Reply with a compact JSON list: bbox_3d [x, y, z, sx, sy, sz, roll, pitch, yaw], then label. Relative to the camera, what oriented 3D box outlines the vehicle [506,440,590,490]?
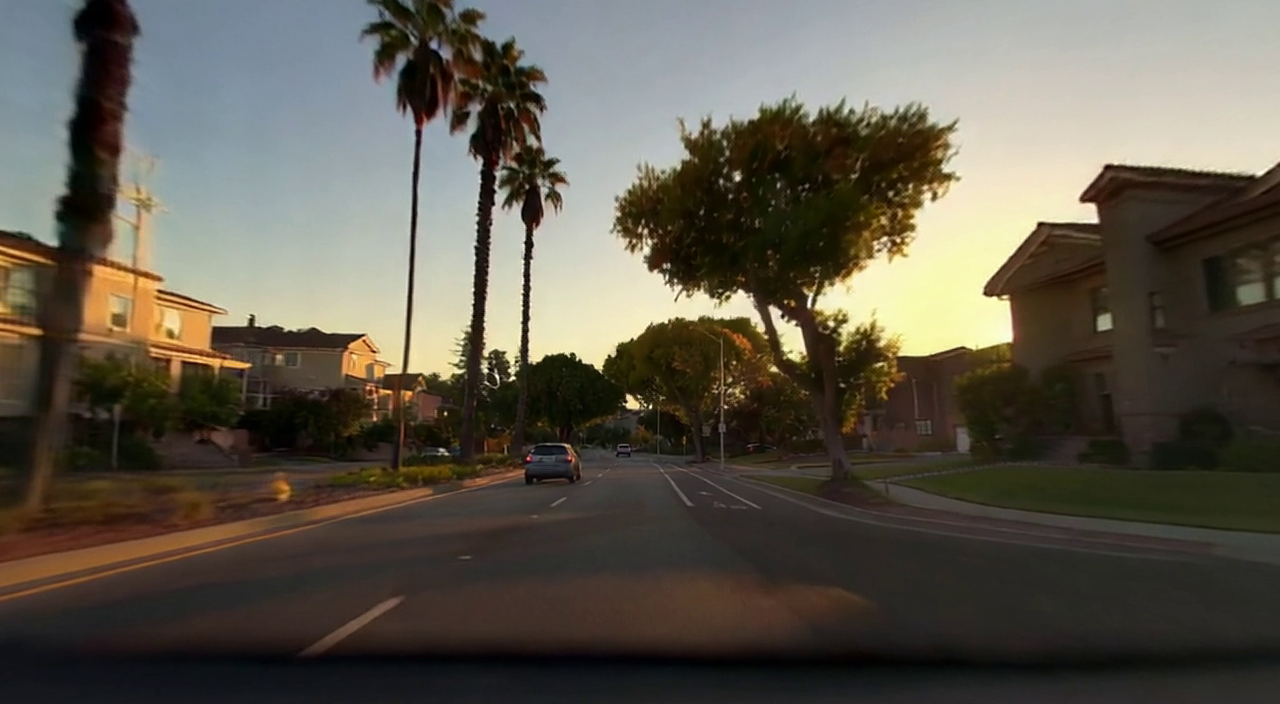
[{"bbox_3d":[-2.977,3.790,21.493,2.075,1.498,4.730,0,-9,1],"label":"vehicle"}]
